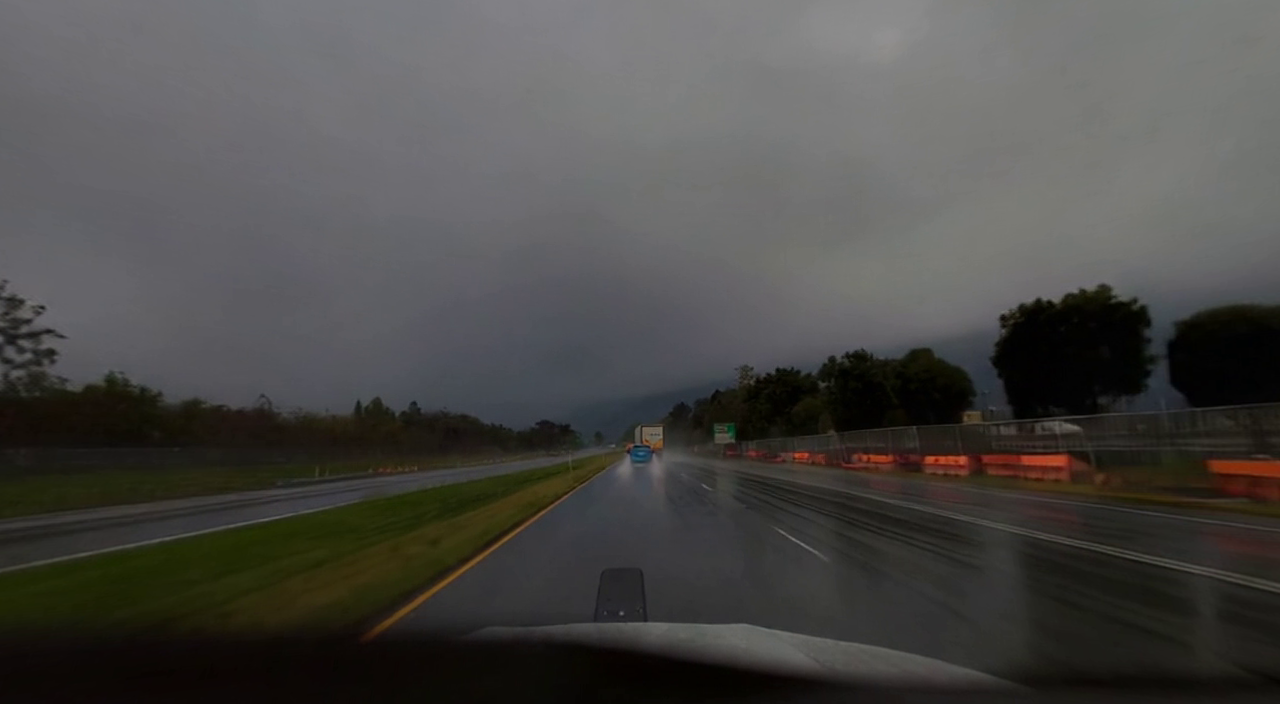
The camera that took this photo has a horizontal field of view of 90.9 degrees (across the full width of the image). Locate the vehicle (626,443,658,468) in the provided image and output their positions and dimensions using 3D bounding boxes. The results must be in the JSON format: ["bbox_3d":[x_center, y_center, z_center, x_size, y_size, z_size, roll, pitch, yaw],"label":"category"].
[{"bbox_3d":[0.123,6.896,42.175,2.065,1.573,3.734,0,-9,0],"label":"vehicle"}]
